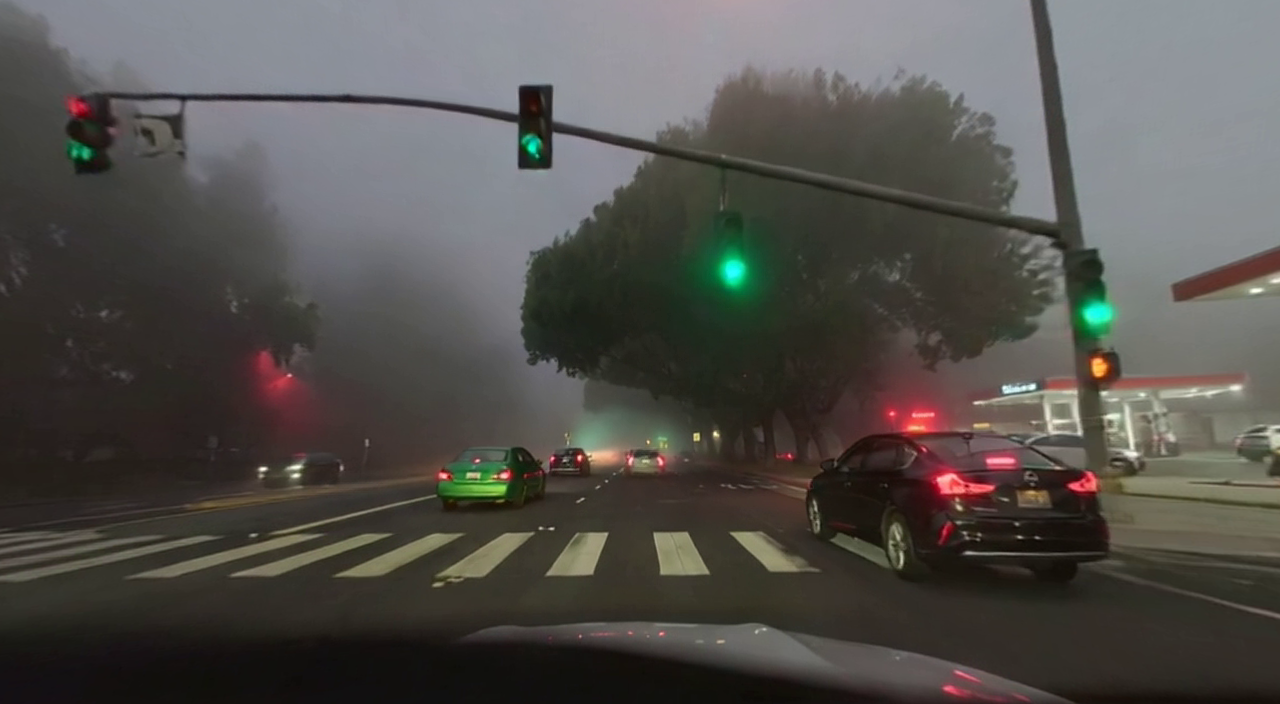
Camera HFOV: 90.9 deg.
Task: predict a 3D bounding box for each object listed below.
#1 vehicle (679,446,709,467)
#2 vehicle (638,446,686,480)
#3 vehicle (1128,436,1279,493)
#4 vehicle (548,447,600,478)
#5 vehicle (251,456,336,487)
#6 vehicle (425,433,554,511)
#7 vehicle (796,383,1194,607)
[{"bbox_3d":[4.038,7.877,47.809,1.920,1.479,4.548,0,-8,0],"label":"vehicle"},{"bbox_3d":[0.926,5.028,28.857,1.994,1.433,3.894,0,-8,-1],"label":"vehicle"},{"bbox_3d":[17.714,3.313,18.962,2.081,1.482,4.860,0,-8,-1],"label":"vehicle"},{"bbox_3d":[-3.247,5.512,31.847,1.995,1.436,4.500,-1,-8,2],"label":"vehicle"},{"bbox_3d":[-18.143,6.245,33.255,1.858,1.460,4.447,-1,-8,1],"label":"vehicle"},{"bbox_3d":[-3.618,2.976,16.186,2.023,1.687,4.874,0,-8,1],"label":"vehicle"},{"bbox_3d":[3.469,1.499,7.482,1.992,1.805,4.549,0,-8,-1],"label":"vehicle"}]
